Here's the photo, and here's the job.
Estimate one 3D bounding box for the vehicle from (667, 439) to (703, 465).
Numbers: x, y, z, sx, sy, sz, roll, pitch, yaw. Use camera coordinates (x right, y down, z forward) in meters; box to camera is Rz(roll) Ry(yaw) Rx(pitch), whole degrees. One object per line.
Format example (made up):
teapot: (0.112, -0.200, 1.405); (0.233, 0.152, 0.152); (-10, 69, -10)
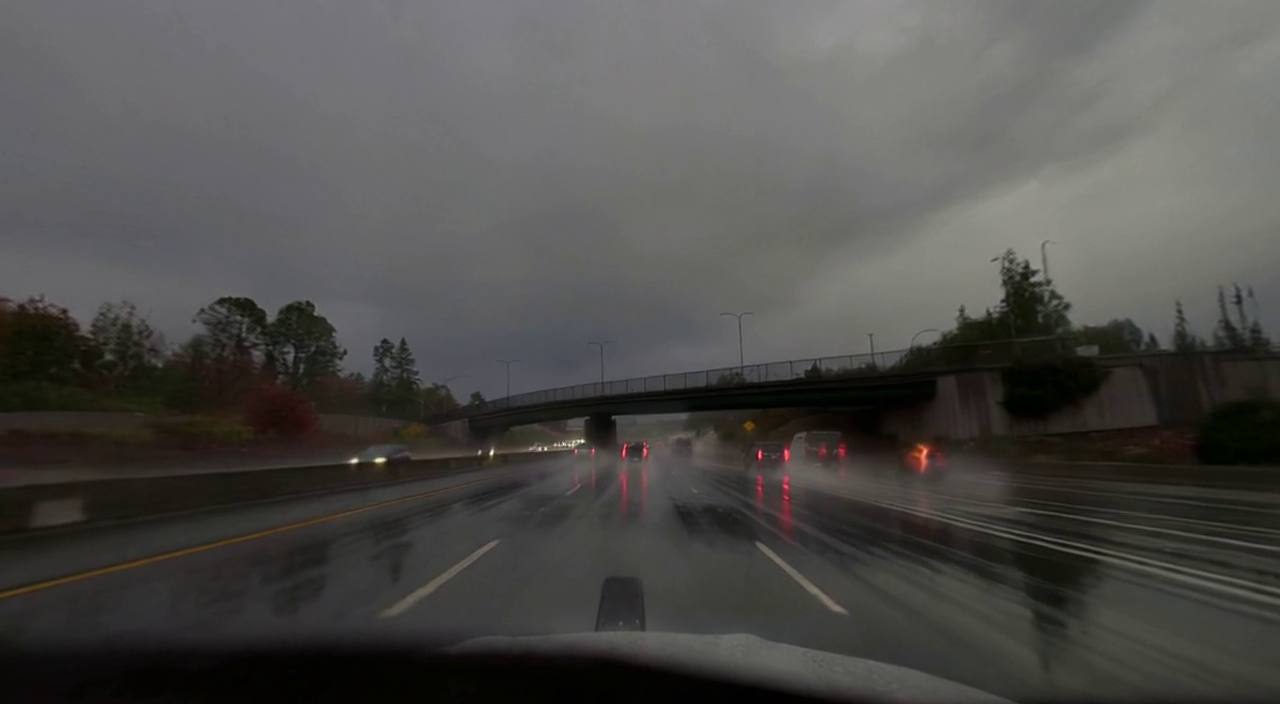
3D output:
vehicle: (3.274, 7.388, 46.845); (2.177, 1.831, 4.766); (0, -8, -2)

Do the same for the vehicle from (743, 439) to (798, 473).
vehicle: (6.669, 5.345, 32.643); (1.936, 1.625, 3.991); (0, -8, -1)

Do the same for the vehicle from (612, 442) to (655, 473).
vehicle: (-0.325, 5.417, 32.630); (2.075, 1.486, 4.007); (0, -8, 0)

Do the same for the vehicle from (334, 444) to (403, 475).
vehicle: (-14.412, 5.695, 33.818); (1.837, 1.527, 4.169); (0, -8, 0)
